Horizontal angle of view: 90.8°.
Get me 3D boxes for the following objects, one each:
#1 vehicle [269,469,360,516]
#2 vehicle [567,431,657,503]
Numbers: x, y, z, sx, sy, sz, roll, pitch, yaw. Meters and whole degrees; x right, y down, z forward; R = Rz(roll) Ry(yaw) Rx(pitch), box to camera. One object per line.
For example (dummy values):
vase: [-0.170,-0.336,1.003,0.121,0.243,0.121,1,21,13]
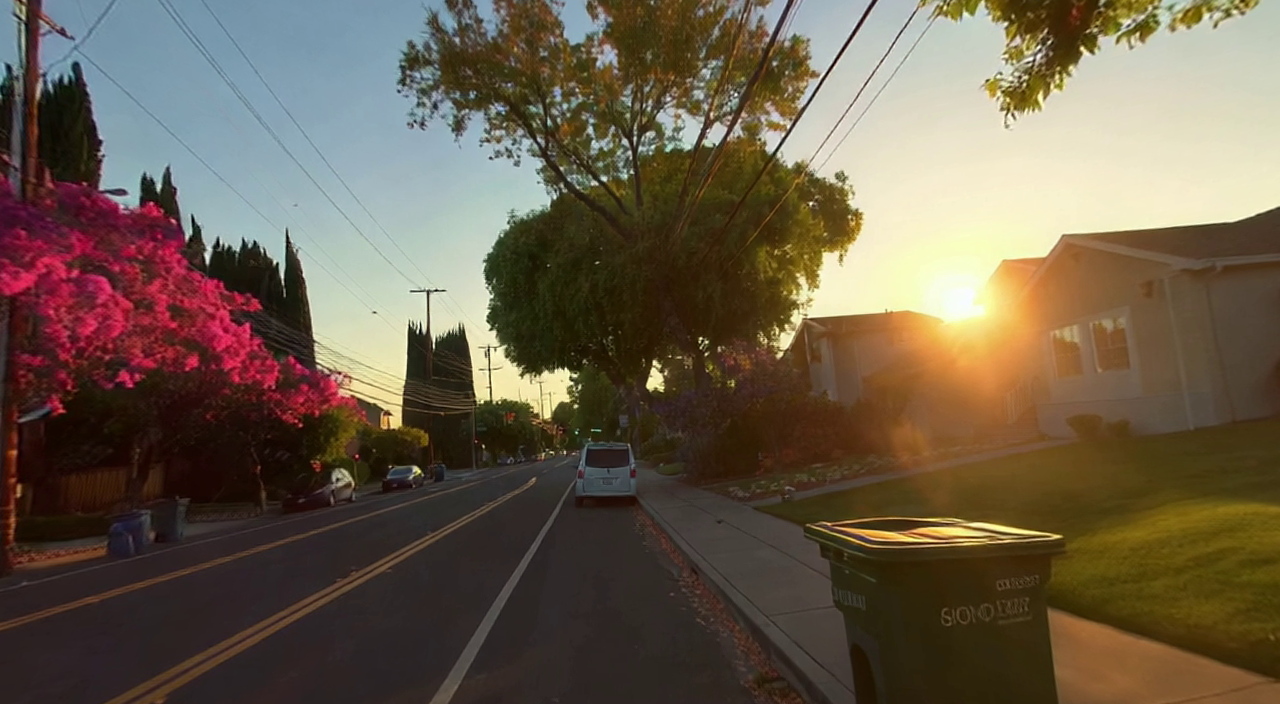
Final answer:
vehicle: [-13.763,5.921,26.985,1.982,1.660,4.142,1,-8,-6]
vehicle: [-0.825,3.080,17.386,2.190,1.708,4.115,0,-8,-4]
